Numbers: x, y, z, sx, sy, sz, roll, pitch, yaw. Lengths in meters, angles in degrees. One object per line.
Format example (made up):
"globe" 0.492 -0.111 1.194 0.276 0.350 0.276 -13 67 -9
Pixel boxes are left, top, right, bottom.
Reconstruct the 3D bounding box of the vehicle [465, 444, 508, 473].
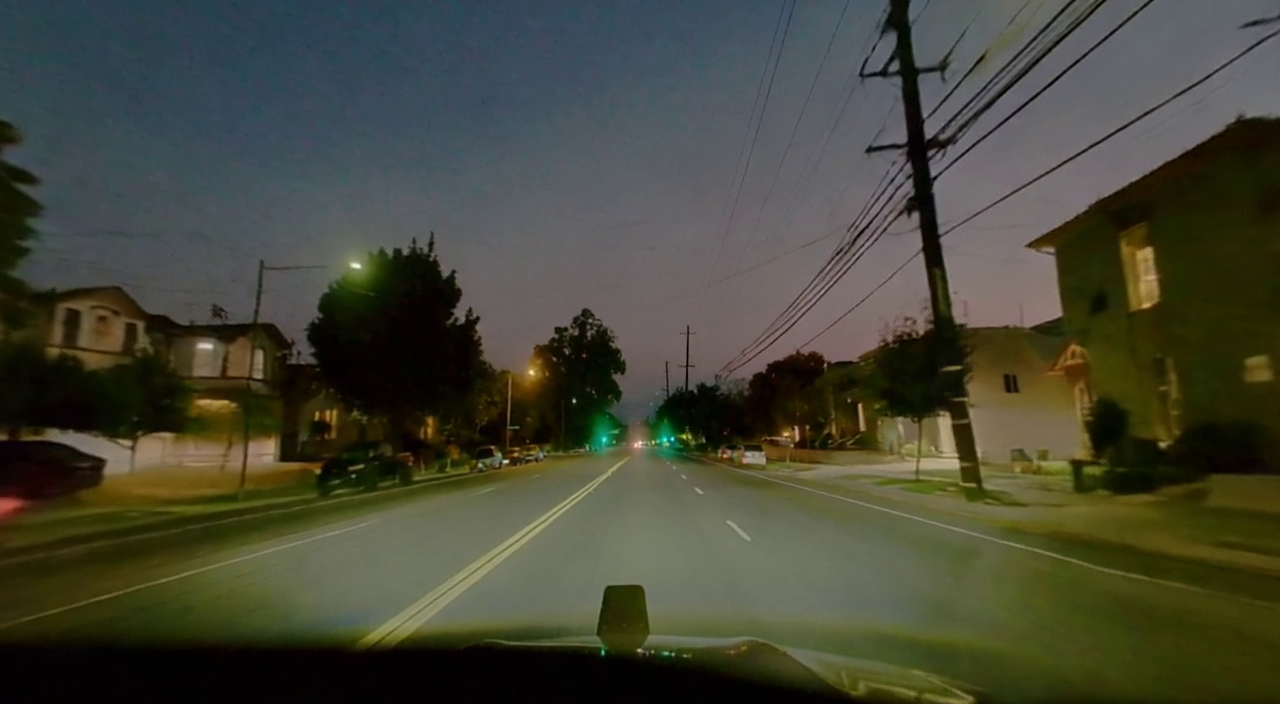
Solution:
"vehicle" -10.004 6.924 41.299 1.974 1.696 4.336 -2 -8 -3

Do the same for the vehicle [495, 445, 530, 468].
"vehicle" -10.044 8.250 49.874 1.932 1.472 4.516 -3 -6 -2

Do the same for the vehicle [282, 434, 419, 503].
"vehicle" -10.331 4.139 23.184 2.419 2.001 5.566 -2 -7 0

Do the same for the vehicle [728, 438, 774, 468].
"vehicle" 7.195 6.589 41.252 2.128 1.823 4.834 0 -8 0

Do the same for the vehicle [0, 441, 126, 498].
"vehicle" -17.799 3.323 18.056 4.430 1.489 1.984 -1 -8 3
